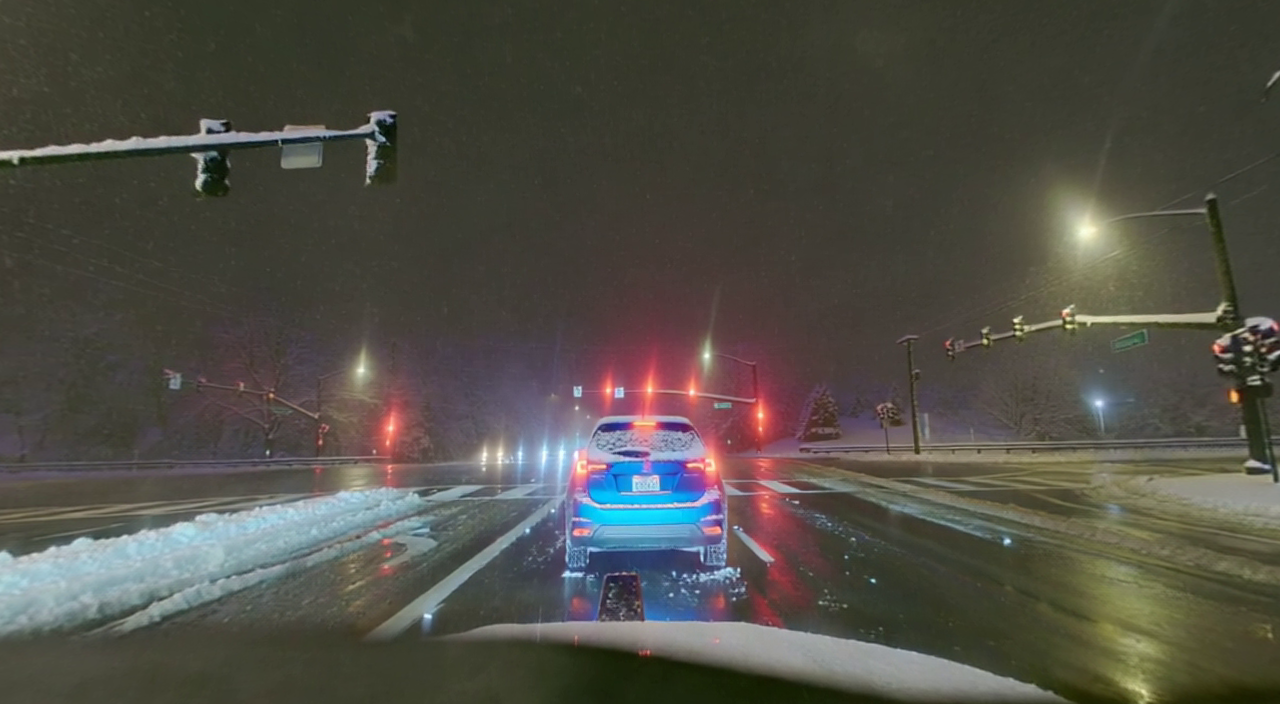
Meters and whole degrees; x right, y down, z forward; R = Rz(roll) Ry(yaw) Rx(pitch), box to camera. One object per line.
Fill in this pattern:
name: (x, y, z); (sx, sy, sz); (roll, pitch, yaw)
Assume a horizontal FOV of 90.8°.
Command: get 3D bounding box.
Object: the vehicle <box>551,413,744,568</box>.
vehicle: (0.041, 1.755, 8.706); (2.027, 1.626, 3.942); (0, -8, -1)
